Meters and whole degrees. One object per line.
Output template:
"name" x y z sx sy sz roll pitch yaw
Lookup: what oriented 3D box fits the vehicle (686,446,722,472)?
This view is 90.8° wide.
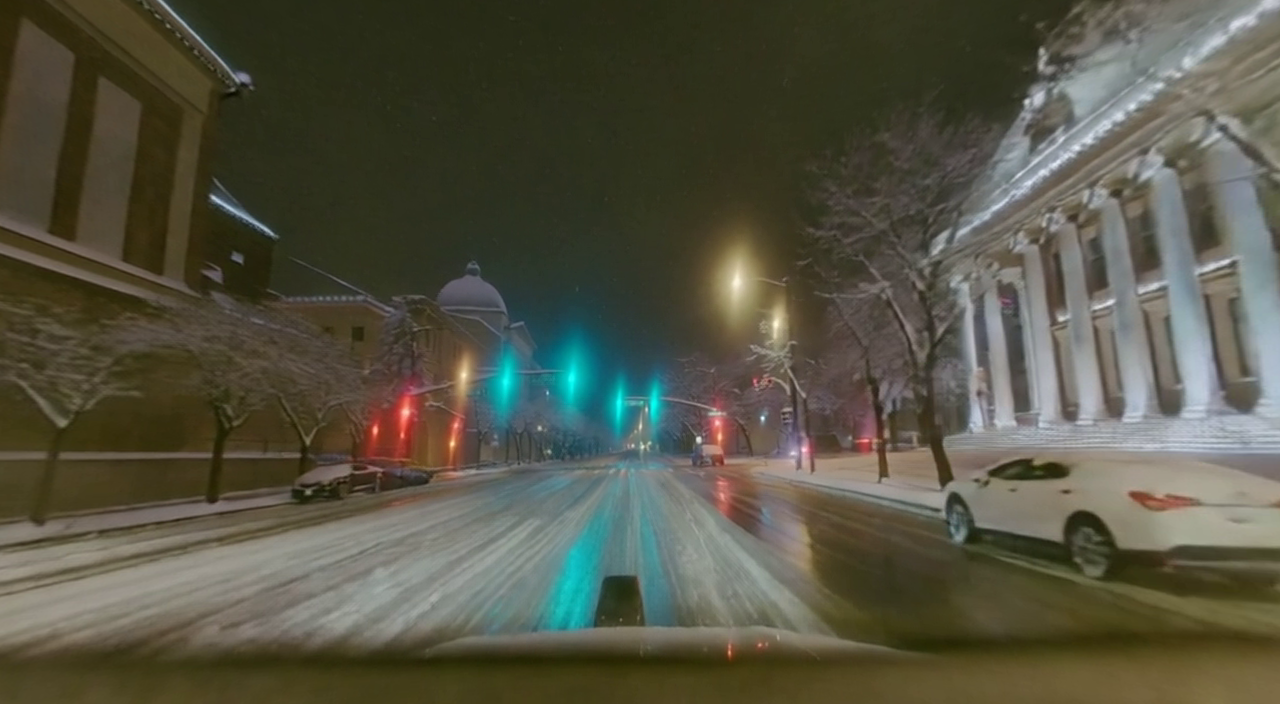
"vehicle" 4.040 6.651 39.533 2.085 1.530 4.125 -1 -9 7

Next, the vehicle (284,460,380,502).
"vehicle" -12.485 5.231 25.990 1.767 1.455 4.389 0 -9 0

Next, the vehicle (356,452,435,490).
"vehicle" -12.641 6.148 33.102 2.011 1.668 5.474 -1 -8 -1

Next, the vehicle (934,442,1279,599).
"vehicle" 6.081 1.937 8.328 2.091 1.445 4.678 0 -9 -1
